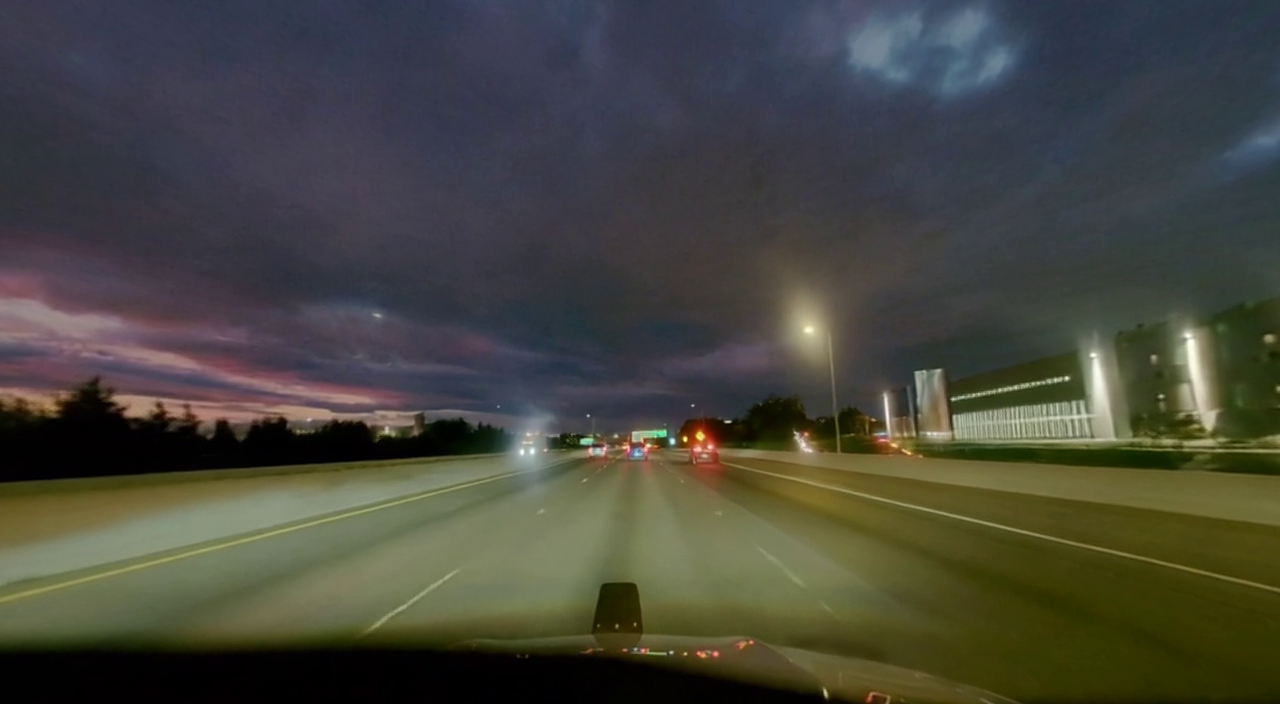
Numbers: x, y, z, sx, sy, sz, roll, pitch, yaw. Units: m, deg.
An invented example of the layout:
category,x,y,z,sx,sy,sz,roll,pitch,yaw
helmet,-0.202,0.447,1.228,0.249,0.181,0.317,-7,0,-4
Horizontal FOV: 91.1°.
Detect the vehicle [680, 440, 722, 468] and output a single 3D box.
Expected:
category,x,y,z,sx,sy,sz,roll,pitch,yaw
vehicle,3.515,5.937,36.767,1.992,1.532,3.996,0,-8,-1
